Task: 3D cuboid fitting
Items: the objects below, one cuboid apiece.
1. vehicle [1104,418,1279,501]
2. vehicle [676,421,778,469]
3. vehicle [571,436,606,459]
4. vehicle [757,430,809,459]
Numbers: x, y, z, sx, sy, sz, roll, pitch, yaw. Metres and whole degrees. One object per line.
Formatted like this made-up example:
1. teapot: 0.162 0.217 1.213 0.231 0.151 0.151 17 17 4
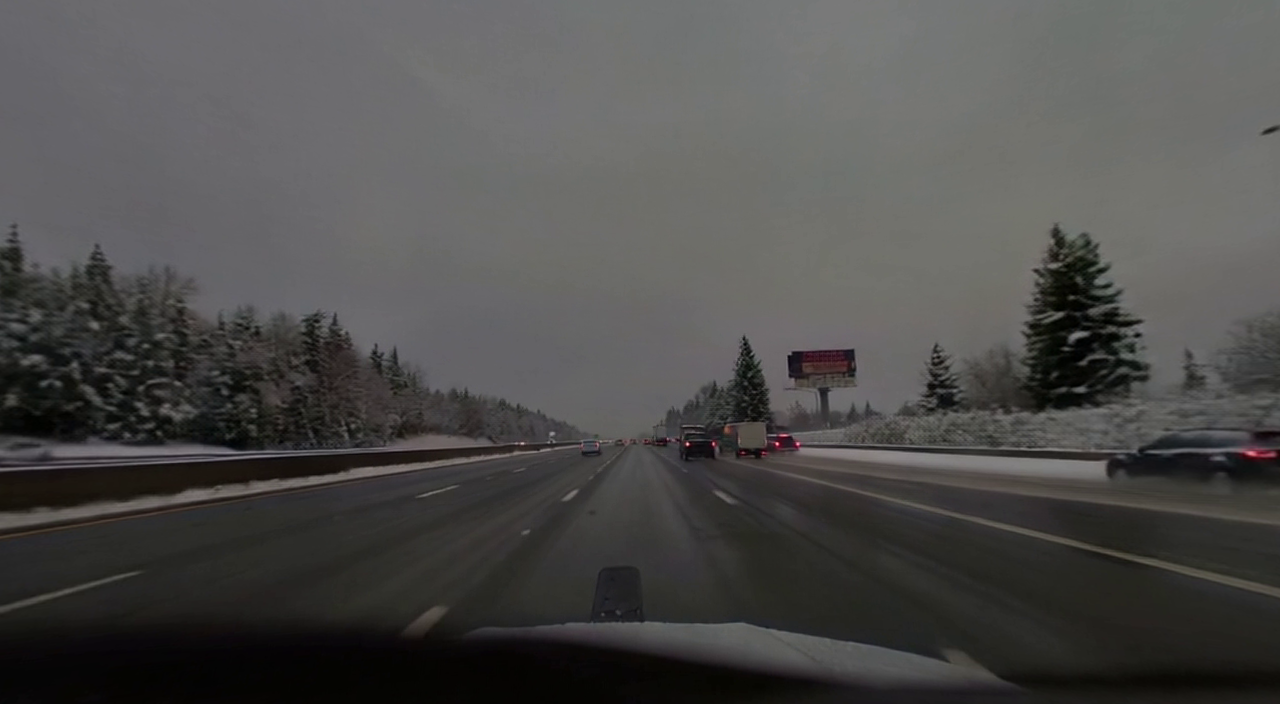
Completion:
1. vehicle: 15.055 2.626 15.592 2.261 1.824 5.678 1 -8 -8
2. vehicle: 4.024 4.908 33.267 3.042 2.004 14.051 0 -8 -2
3. vehicle: -3.482 6.548 43.283 2.066 1.500 4.415 0 -8 0
4. vehicle: 10.126 6.633 45.148 2.184 1.873 5.466 0 -8 -3
